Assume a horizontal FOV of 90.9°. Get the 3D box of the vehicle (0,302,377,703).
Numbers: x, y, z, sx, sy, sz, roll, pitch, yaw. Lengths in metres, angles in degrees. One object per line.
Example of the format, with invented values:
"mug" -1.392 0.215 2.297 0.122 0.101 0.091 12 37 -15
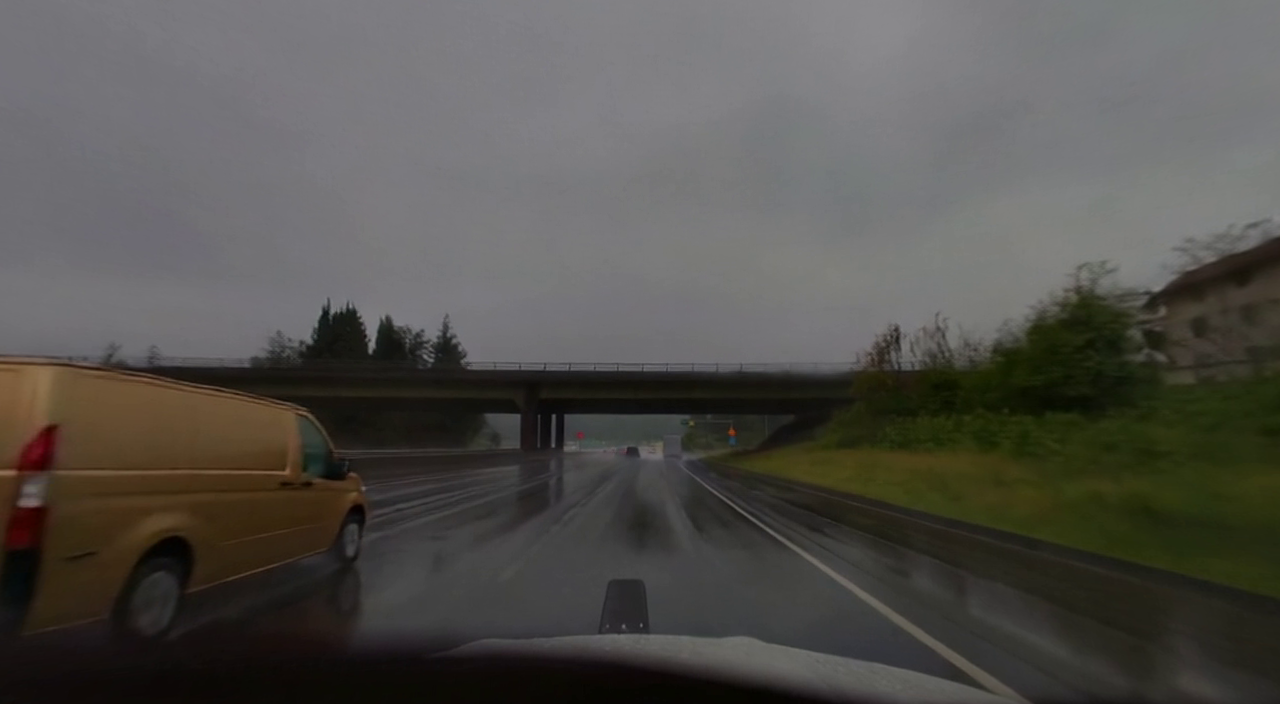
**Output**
"vehicle" -4.038 0.984 4.409 2.167 1.929 5.037 0 -9 0
